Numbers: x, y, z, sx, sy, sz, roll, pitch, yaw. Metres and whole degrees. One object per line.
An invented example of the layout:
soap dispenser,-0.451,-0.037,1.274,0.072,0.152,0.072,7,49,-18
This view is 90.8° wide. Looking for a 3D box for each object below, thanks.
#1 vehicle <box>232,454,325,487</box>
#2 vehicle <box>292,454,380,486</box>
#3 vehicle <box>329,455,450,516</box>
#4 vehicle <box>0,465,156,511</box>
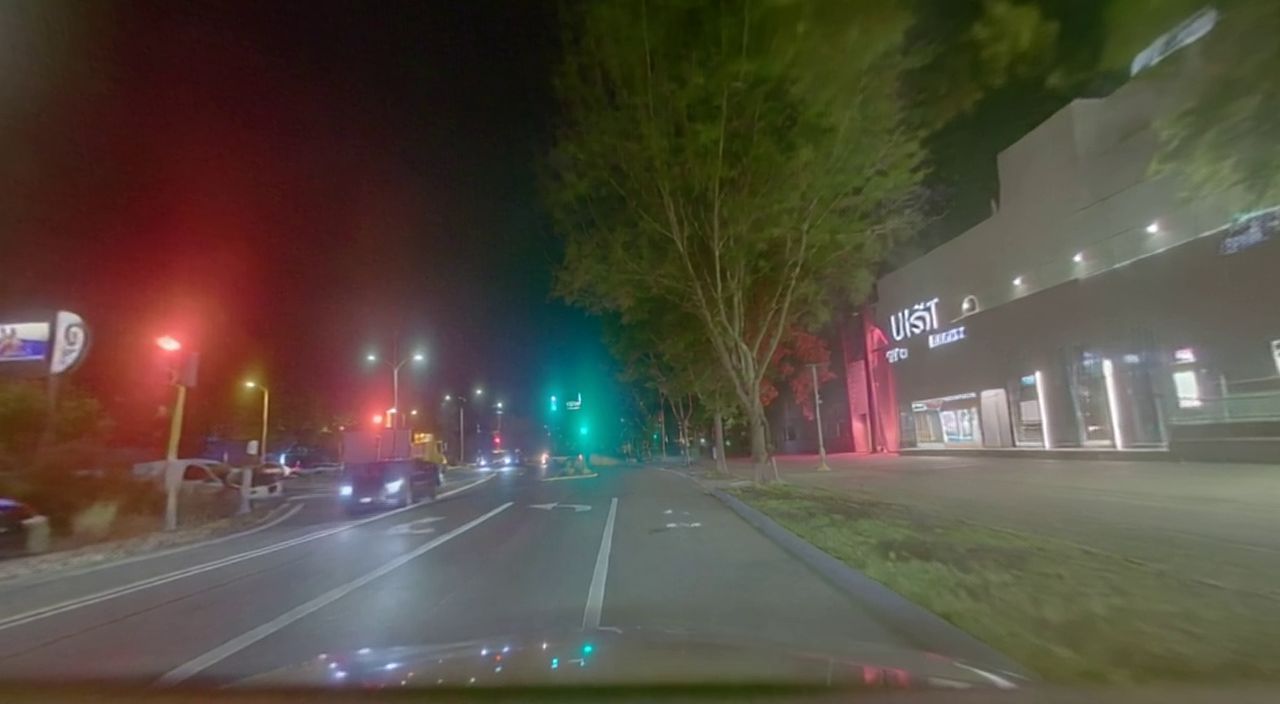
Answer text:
vehicle,-21.686,7.106,38.116,2.025,1.756,4.749,-2,-9,15
vehicle,-18.161,7.005,37.985,2.101,1.721,4.587,-3,-9,17
vehicle,-7.328,3.922,19.036,1.899,1.517,4.384,0,-9,-1
vehicle,-22.022,5.268,24.782,1.928,1.490,4.462,-4,-9,16
